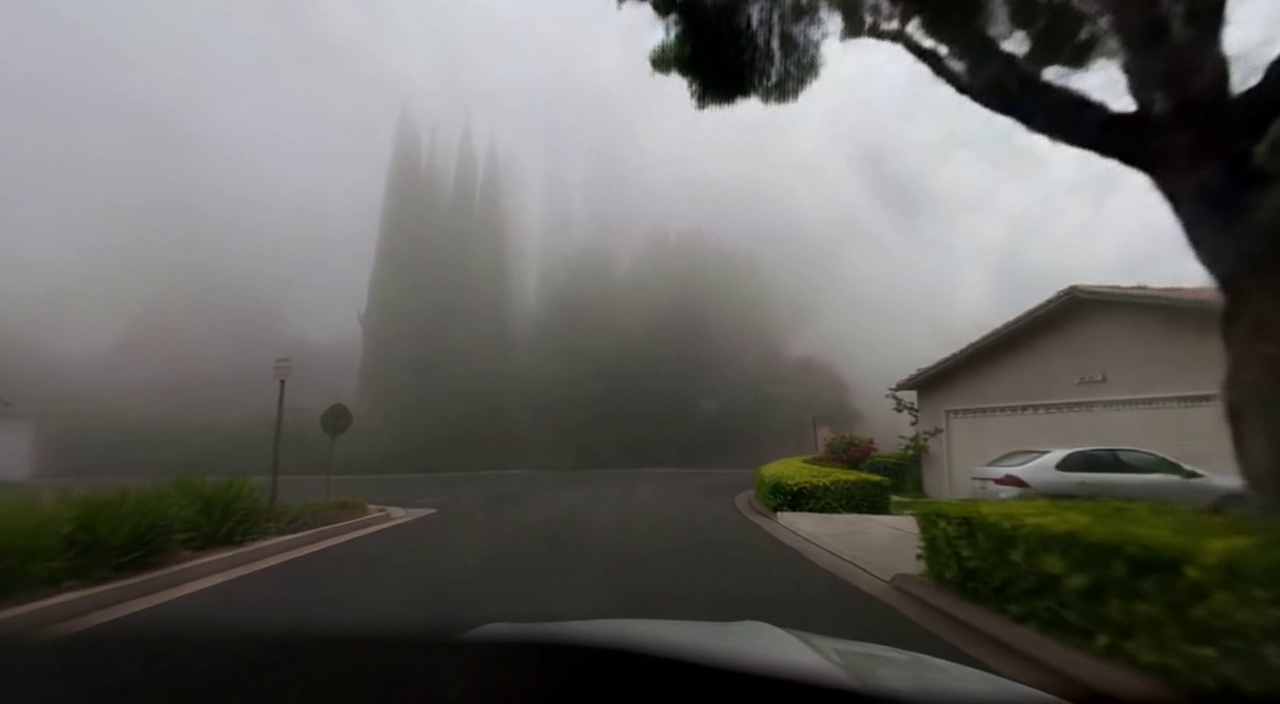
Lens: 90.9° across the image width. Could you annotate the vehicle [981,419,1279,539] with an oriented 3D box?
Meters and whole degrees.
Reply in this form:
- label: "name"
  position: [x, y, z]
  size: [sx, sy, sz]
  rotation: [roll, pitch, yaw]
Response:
- label: "vehicle"
  position: [8.987, 2.137, 10.983]
  size: [4.801, 1.788, 2.073]
  rotation: [-3, -7, 6]
